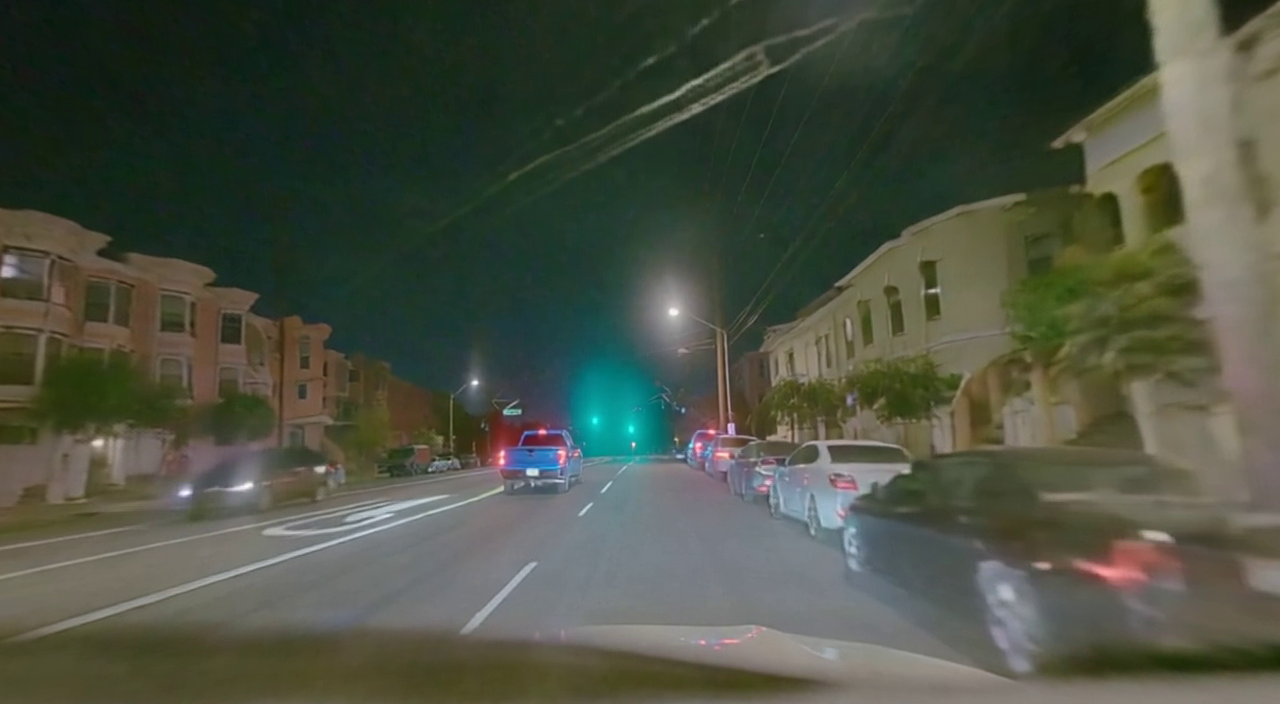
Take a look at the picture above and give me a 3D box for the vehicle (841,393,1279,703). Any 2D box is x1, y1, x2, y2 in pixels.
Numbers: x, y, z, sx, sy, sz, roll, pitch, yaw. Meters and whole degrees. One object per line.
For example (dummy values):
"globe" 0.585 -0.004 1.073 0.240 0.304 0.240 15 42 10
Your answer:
"vehicle" 3.089 1.217 4.340 1.951 1.475 4.827 -1 -9 2

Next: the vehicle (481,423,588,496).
"vehicle" -2.988 3.222 19.219 2.242 1.890 5.306 -1 -9 1

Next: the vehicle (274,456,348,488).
"vehicle" -18.652 6.788 35.929 1.908 1.614 4.092 -1 -9 1
